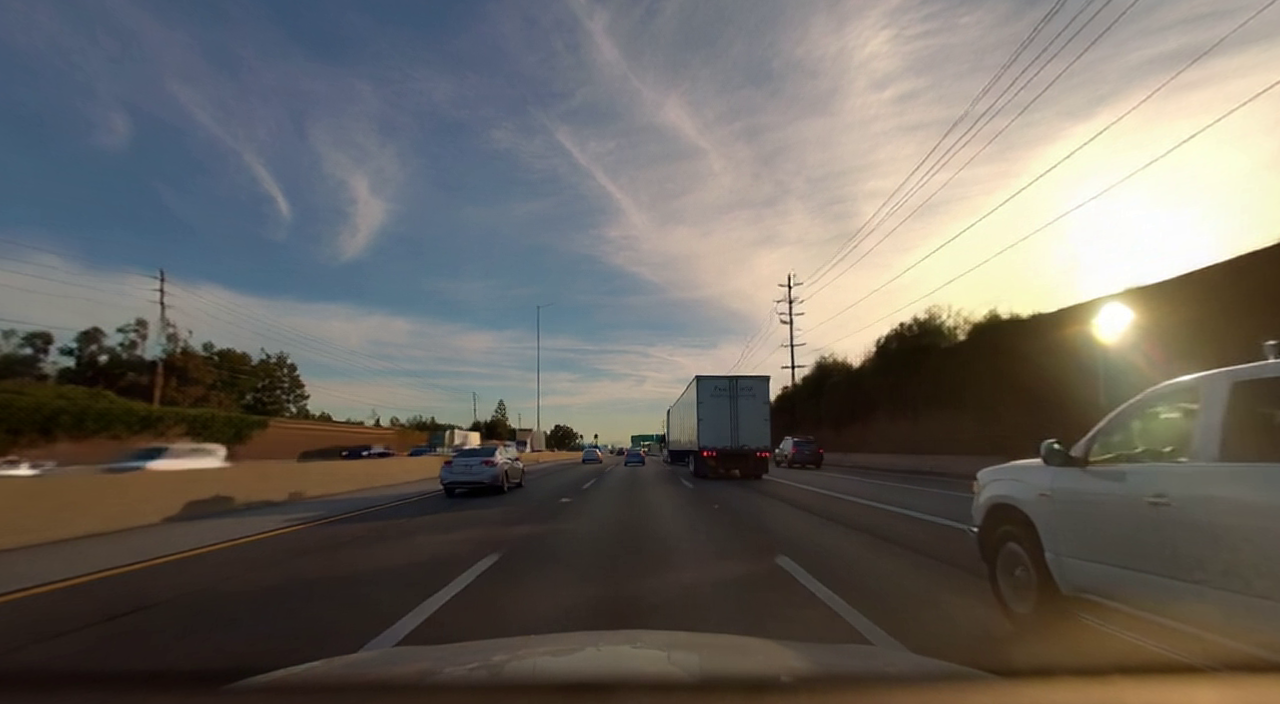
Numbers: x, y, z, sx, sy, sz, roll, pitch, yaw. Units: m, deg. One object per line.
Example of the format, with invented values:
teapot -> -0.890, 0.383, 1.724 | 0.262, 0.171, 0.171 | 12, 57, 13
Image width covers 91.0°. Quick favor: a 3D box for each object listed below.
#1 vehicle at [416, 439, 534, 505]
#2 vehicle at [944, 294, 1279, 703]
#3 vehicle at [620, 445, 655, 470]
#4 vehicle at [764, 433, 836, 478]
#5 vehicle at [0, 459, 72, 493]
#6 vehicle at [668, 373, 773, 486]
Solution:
vehicle -> -4.115, 3.038, 16.394 | 1.968, 1.507, 3.829 | 0, -8, 1
vehicle -> 3.375, 0.721, 2.185 | 2.132, 1.869, 4.978 | 0, -8, 0
vehicle -> -0.136, 6.472, 38.862 | 2.047, 1.485, 3.938 | 0, -8, 1
vehicle -> 7.353, 4.787, 29.408 | 2.079, 1.938, 4.630 | 0, -8, -1
vehicle -> -30.315, 5.925, 30.249 | 1.956, 1.447, 4.610 | 0, -8, -4
vehicle -> 3.304, 3.990, 31.145 | 2.907, 4.109, 16.177 | 0, -8, -1
